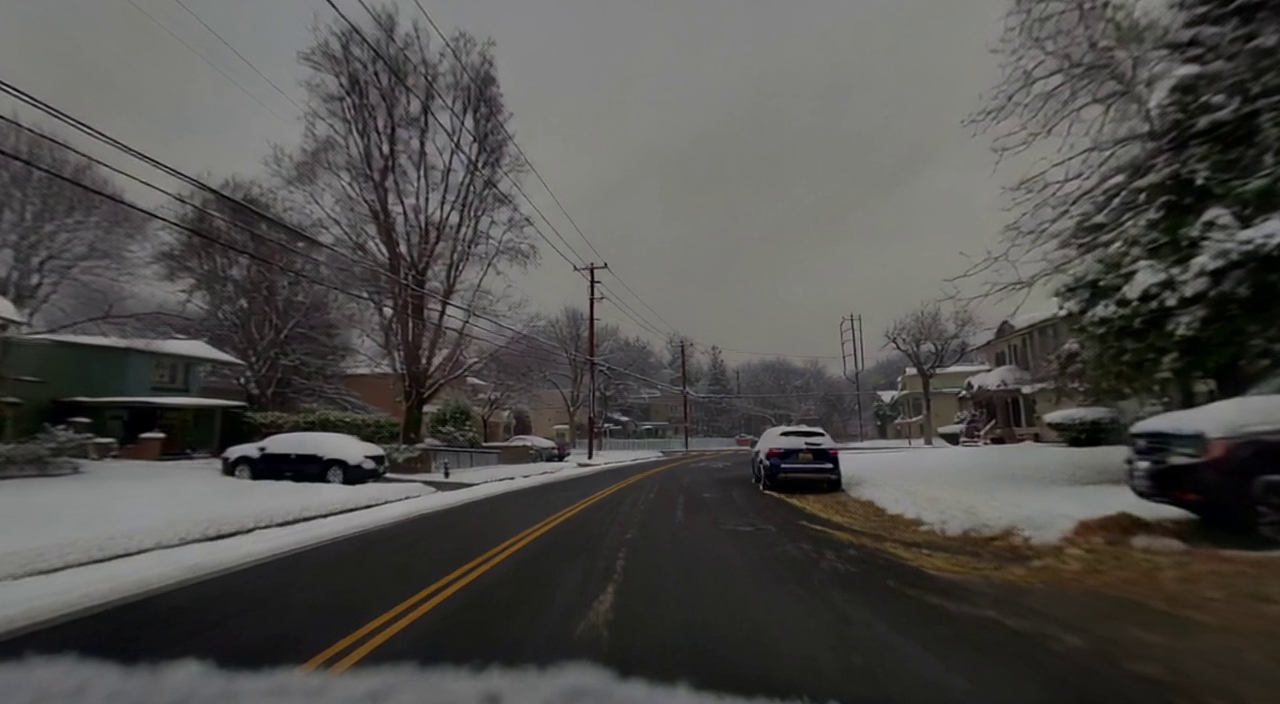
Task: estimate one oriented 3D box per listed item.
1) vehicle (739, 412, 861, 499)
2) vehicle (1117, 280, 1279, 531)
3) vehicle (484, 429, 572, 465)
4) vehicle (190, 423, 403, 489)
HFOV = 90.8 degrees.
[{"bbox_3d":[4.120,2.808,17.507,2.273,1.938,6.400,-1,-8,5],"label":"vehicle"},{"bbox_3d":[9.358,0.604,6.739,6.333,2.381,2.439,-1,-8,3],"label":"vehicle"},{"bbox_3d":[-7.284,6.156,41.197,5.228,2.041,2.023,0,-6,13],"label":"vehicle"},{"bbox_3d":[-10.987,3.362,20.508,5.632,1.957,2.302,-1,-8,6],"label":"vehicle"}]
